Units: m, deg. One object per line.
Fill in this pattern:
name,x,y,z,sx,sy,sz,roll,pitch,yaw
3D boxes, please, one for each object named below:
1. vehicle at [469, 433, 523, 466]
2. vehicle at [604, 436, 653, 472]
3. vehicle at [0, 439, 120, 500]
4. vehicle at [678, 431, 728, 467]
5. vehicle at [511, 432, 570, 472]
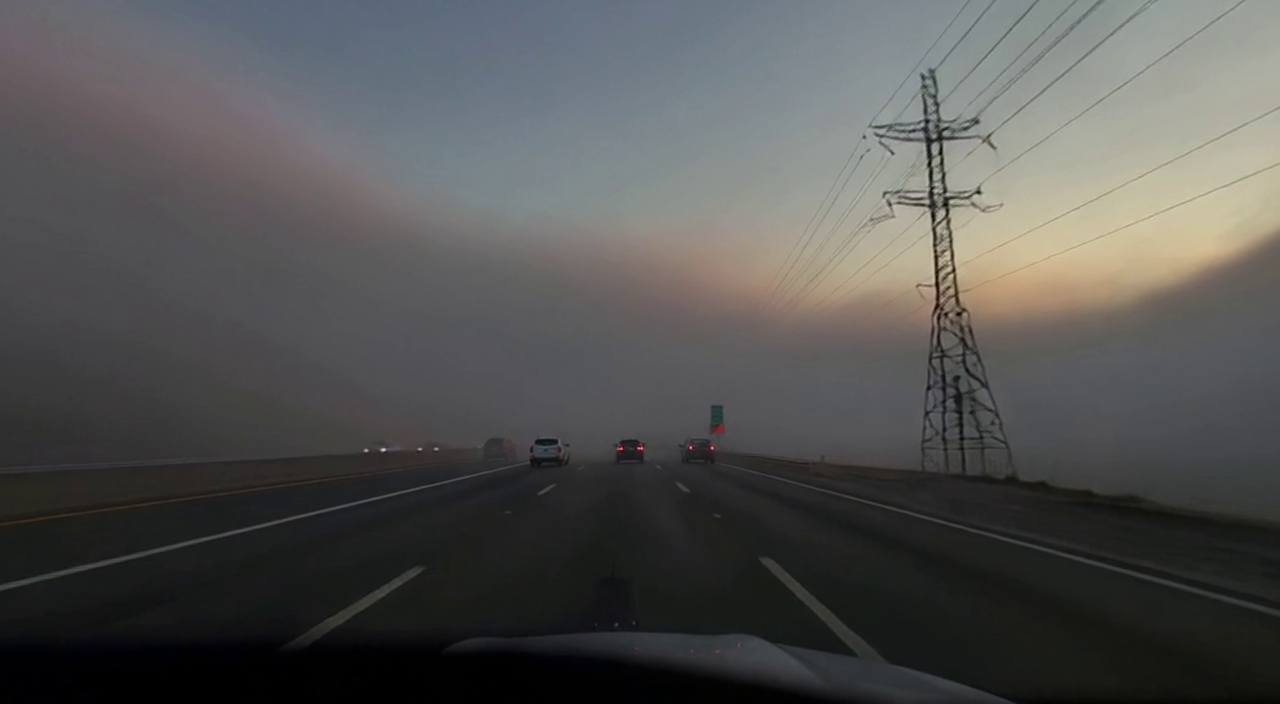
vehicle,-7.708,5.263,34.245,1.980,1.678,4.255,0,-8,-1
vehicle,-0.512,4.508,28.237,2.086,1.488,3.440,0,-8,-1
vehicle,-15.989,2.977,16.265,1.724,1.404,4.047,0,-8,-1
vehicle,3.197,5.004,32.748,1.950,1.695,4.446,0,-8,-2
vehicle,-4.383,4.463,28.497,1.901,1.601,4.610,0,-8,0
